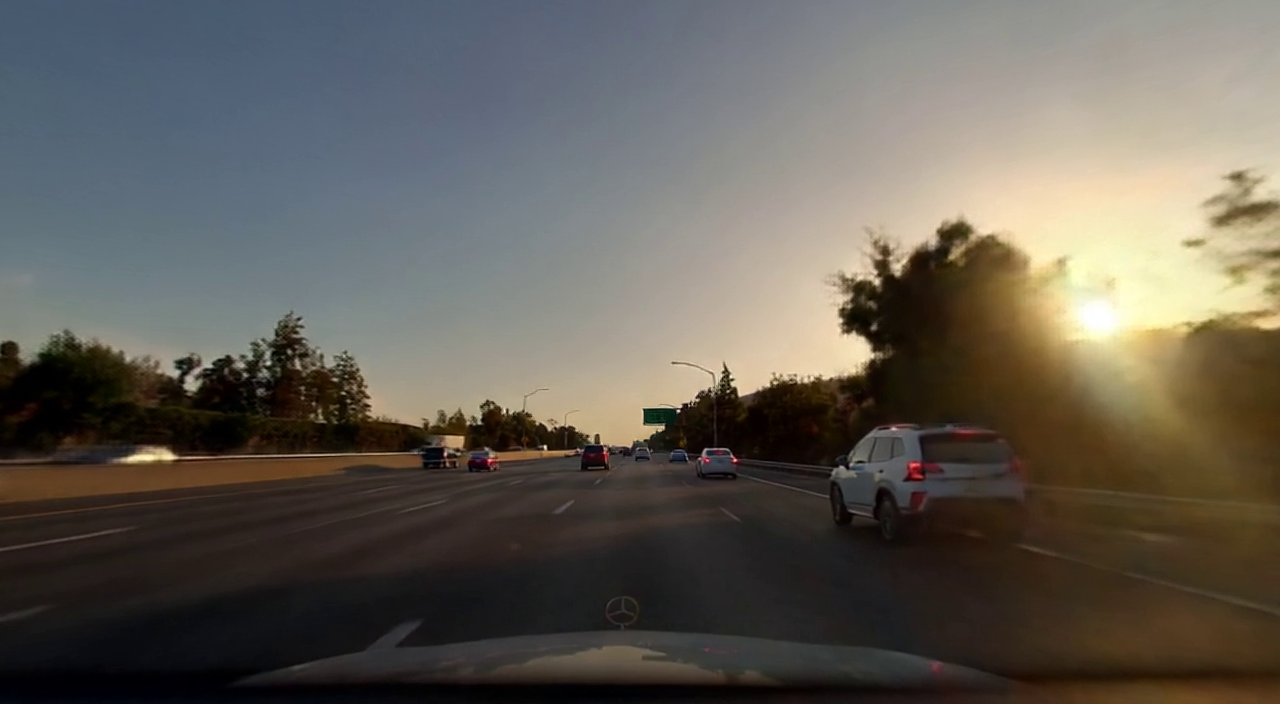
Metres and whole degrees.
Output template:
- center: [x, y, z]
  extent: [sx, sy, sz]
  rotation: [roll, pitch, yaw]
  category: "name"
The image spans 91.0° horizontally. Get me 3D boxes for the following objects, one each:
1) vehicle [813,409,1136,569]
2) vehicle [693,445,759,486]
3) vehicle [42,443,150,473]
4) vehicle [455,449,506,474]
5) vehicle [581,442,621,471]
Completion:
- center: [4.423, 1.901, 9.530]
  extent: [2.218, 1.776, 4.807]
  rotation: [0, -9, 0]
  category: "vehicle"
- center: [3.461, 4.660, 26.190]
  extent: [2.126, 1.529, 4.438]
  rotation: [0, -9, 0]
  category: "vehicle"
- center: [-35.251, 6.860, 41.047]
  extent: [2.065, 1.752, 5.611]
  rotation: [0, -9, 0]
  category: "vehicle"
- center: [-10.258, 7.077, 40.839]
  extent: [1.974, 1.472, 4.684]
  rotation: [0, -9, 1]
  category: "vehicle"
- center: [-2.660, 7.360, 44.535]
  extent: [2.449, 1.929, 5.503]
  rotation: [0, -9, 0]
  category: "vehicle"
